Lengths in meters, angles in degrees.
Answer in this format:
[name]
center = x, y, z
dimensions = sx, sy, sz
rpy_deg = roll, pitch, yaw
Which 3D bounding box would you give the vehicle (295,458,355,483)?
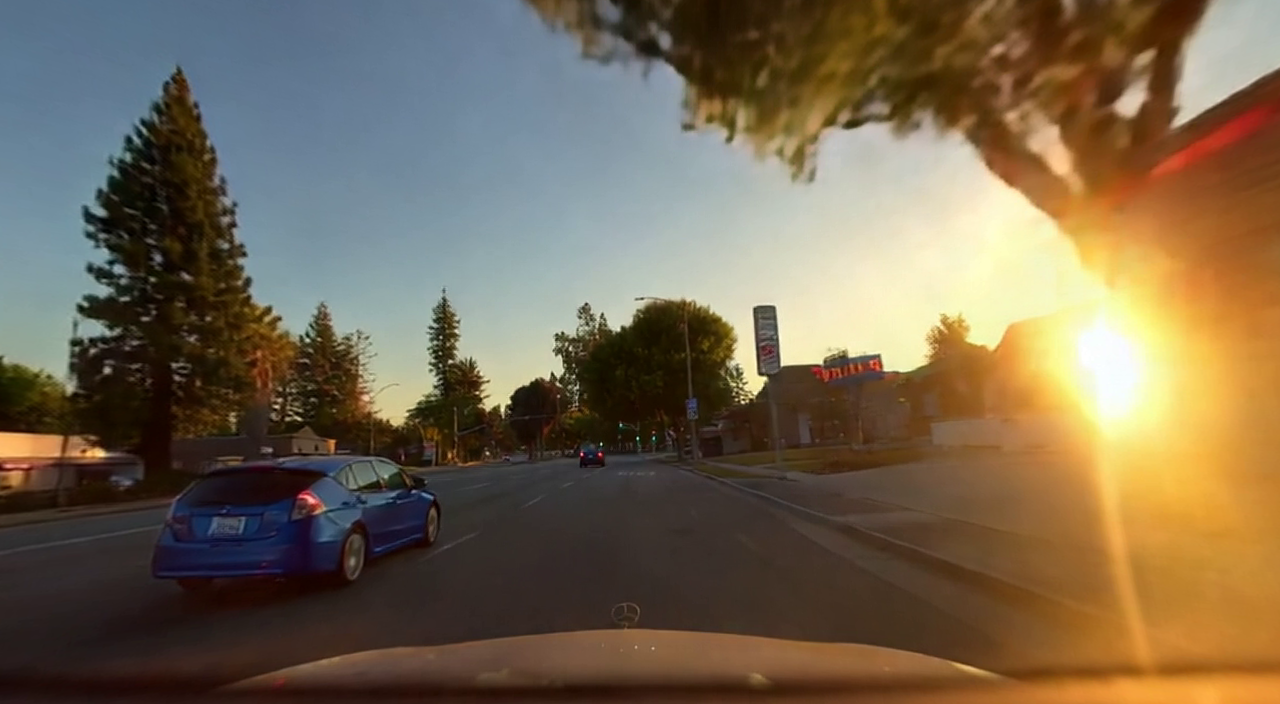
[vehicle]
center = -22.746, 8.556, 45.828
dimensions = 2.127, 1.538, 4.558
rpy_deg = 0, -8, -1
